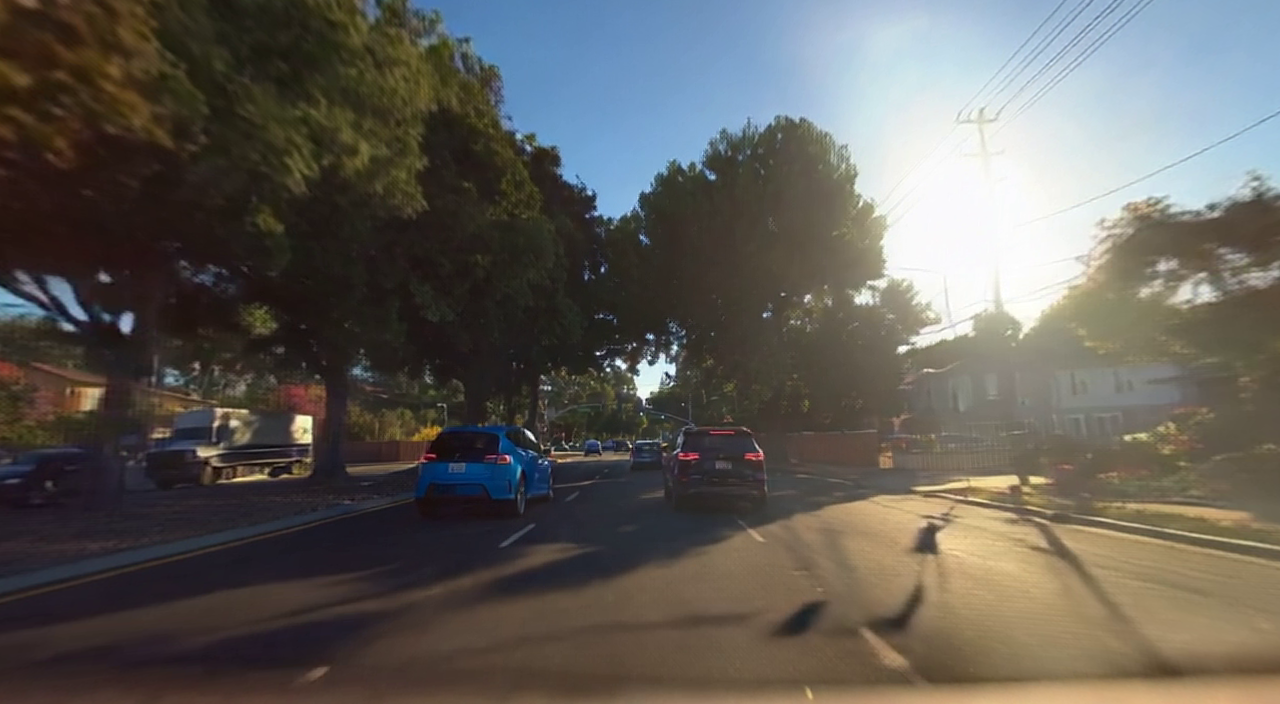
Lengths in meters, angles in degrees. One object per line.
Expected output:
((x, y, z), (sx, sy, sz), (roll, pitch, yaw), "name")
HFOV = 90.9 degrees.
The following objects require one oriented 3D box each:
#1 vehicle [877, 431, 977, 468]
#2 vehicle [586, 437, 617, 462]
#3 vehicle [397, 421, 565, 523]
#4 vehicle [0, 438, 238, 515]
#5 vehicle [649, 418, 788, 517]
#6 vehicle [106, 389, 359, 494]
((15.964, 5.397, 35.379), (2.032, 1.877, 4.876), (2, -7, -25), "vehicle")
((-2.895, 7.446, 48.210), (2.014, 1.755, 4.360), (0, -9, 1), "vehicle")
((-2.933, 2.347, 12.881), (2.043, 1.687, 4.676), (0, -8, 2), "vehicle")
((-11.914, 2.795, 14.723), (1.923, 1.490, 4.501), (0, -9, 3), "vehicle")
((1.433, 2.389, 13.496), (2.280, 1.747, 4.361), (0, -9, -2), "vehicle")
((-15.040, 3.538, 24.772), (2.901, 3.276, 9.720), (-1, -9, 4), "vehicle")
